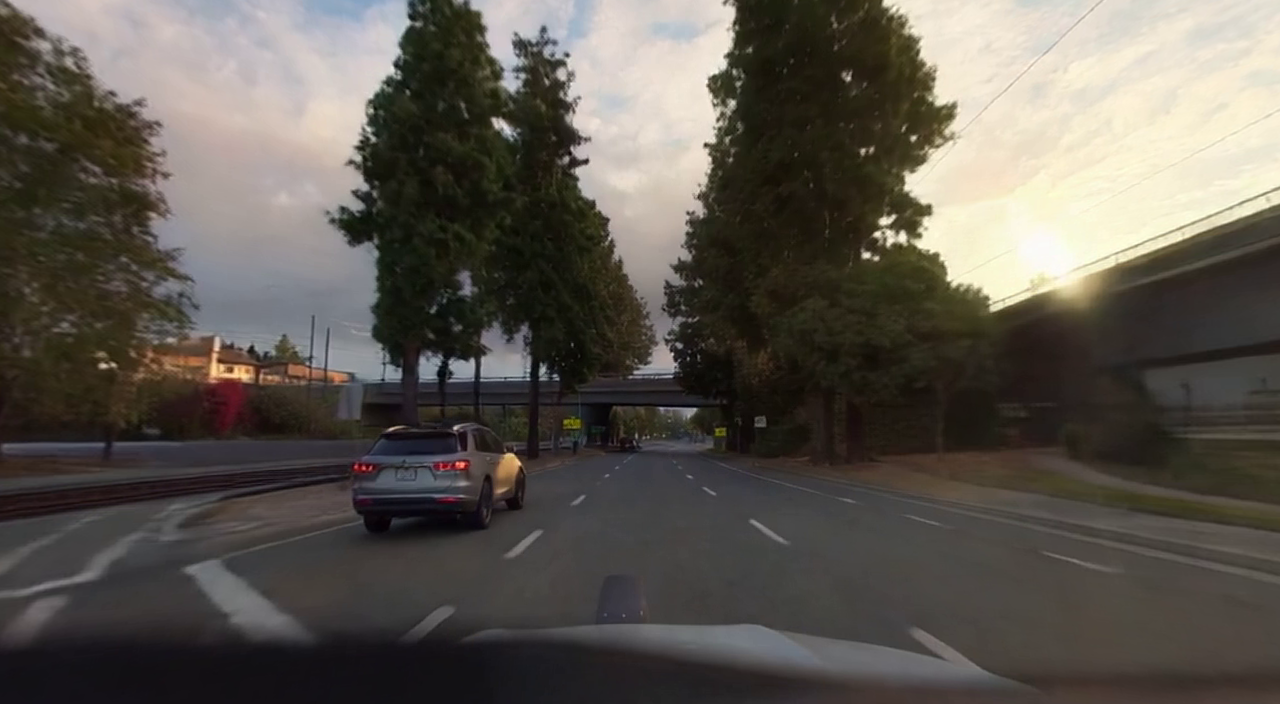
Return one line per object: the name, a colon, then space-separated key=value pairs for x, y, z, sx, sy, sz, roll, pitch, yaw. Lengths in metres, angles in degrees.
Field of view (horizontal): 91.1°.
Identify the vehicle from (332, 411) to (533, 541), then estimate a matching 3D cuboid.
vehicle: x=-3.152 y=1.967 z=10.620 sx=1.882 sy=1.704 sz=4.335 roll=-1 pitch=-8 yaw=1
